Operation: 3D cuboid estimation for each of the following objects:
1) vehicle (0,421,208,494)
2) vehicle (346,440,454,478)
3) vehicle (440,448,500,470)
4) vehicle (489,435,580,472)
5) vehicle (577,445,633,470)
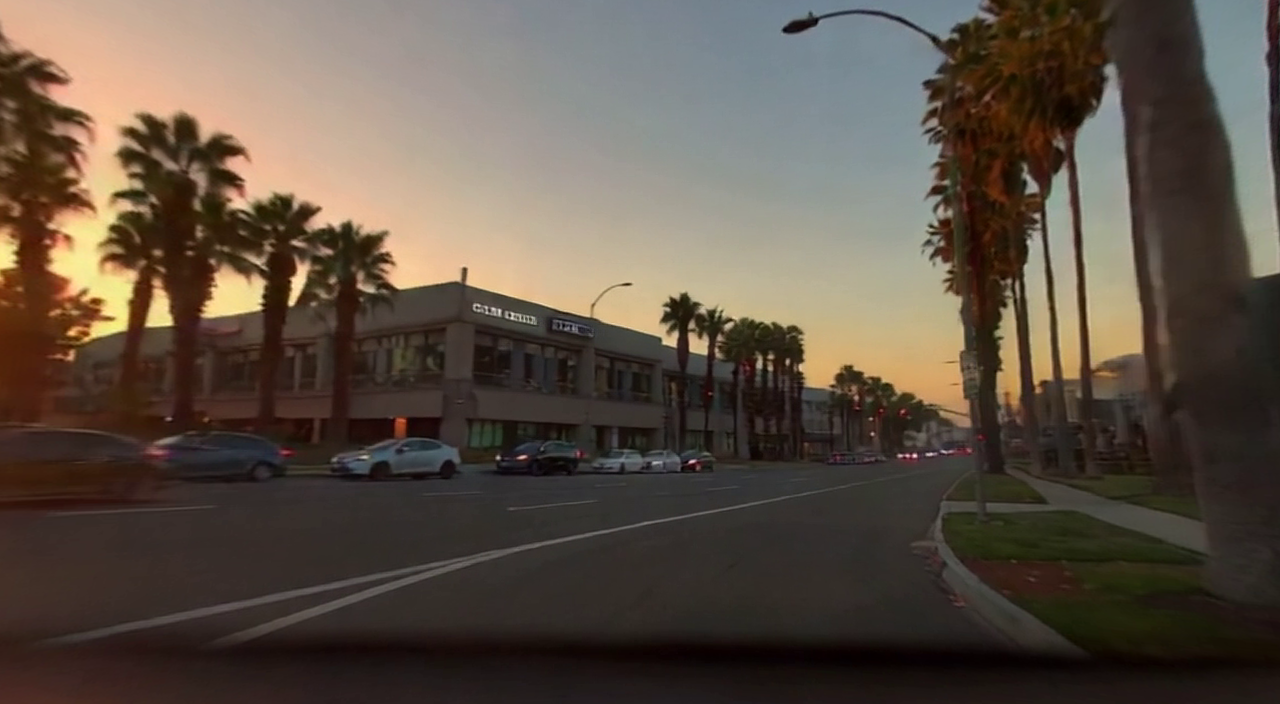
[{"bbox_3d":[-13.556,2.562,15.433,1.844,1.543,4.356,-4,-10,27],"label":"vehicle"},{"bbox_3d":[-10.452,4.675,27.660,1.857,1.474,4.291,-7,-10,27],"label":"vehicle"},{"bbox_3d":[-12.171,7.706,45.282,1.806,1.500,4.118,-4,-10,27],"label":"vehicle"},{"bbox_3d":[-5.971,5.864,36.308,2.184,1.904,5.617,-7,-11,27],"label":"vehicle"},{"bbox_3d":[-2.282,7.095,42.375,1.813,1.535,4.306,-5,-10,28],"label":"vehicle"}]
